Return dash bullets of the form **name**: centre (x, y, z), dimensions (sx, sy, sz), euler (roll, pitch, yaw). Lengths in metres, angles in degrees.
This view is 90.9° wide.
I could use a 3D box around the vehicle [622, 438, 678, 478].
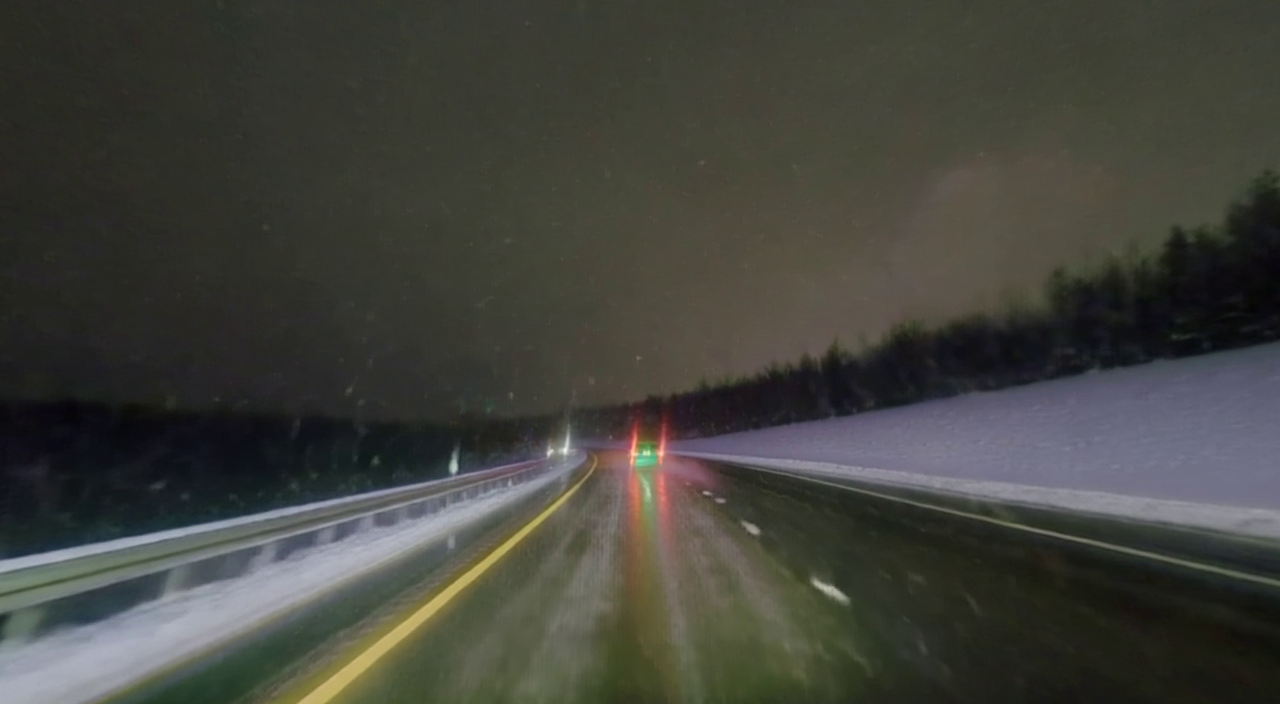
- **vehicle**: centre (0.327, 4.383, 26.351), dimensions (2.029, 1.474, 4.183), euler (0, -9, -4)
